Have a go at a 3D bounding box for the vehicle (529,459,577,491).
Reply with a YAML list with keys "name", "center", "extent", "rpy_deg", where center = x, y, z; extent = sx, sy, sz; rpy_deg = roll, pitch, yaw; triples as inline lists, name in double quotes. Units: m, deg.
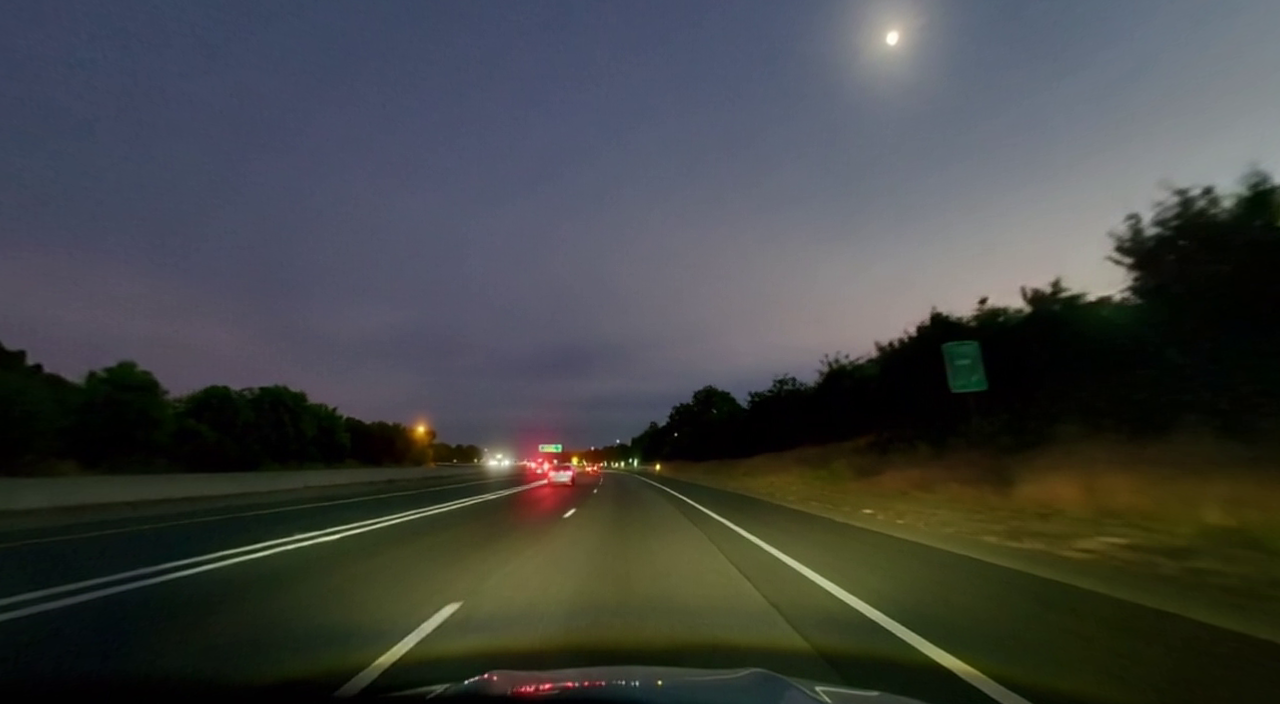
- name: "vehicle"
  center: [-4.628, 6.669, 34.342]
  extent: [2.115, 1.546, 4.638]
  rpy_deg: [1, -10, -2]
